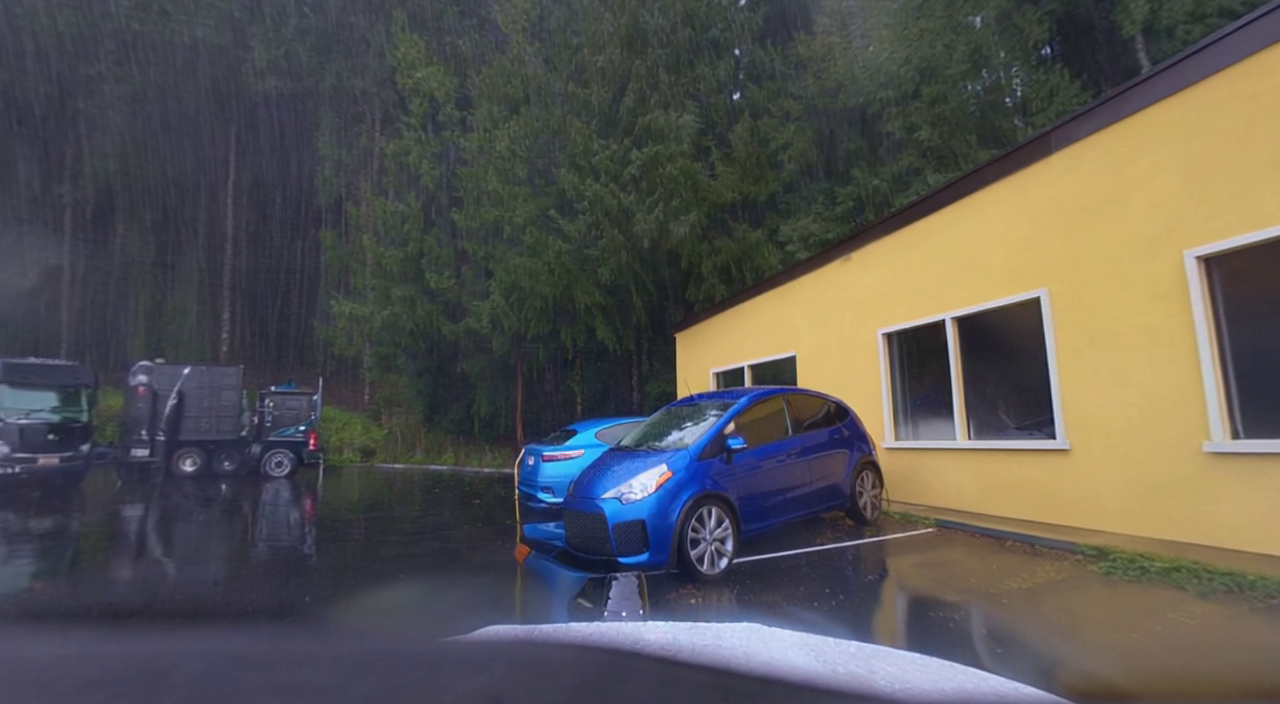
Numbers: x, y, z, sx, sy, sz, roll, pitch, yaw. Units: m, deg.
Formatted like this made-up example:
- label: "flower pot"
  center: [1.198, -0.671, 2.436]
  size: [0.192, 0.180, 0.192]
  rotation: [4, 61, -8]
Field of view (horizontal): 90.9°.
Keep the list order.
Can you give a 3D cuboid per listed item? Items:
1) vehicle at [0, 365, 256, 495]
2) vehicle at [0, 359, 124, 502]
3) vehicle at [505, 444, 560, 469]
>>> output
- label: "vehicle"
  center: [-19.779, 3.088, 23.905]
  size: [11.906, 4.069, 2.948]
  rotation: [-5, -10, 28]
- label: "vehicle"
  center: [-22.022, 2.755, 21.063]
  size: [11.512, 3.871, 3.038]
  rotation: [-5, -10, 29]
- label: "vehicle"
  center: [-6.776, 6.660, 40.190]
  size: [1.809, 1.506, 3.473]
  rotation: [-4, -10, 24]
